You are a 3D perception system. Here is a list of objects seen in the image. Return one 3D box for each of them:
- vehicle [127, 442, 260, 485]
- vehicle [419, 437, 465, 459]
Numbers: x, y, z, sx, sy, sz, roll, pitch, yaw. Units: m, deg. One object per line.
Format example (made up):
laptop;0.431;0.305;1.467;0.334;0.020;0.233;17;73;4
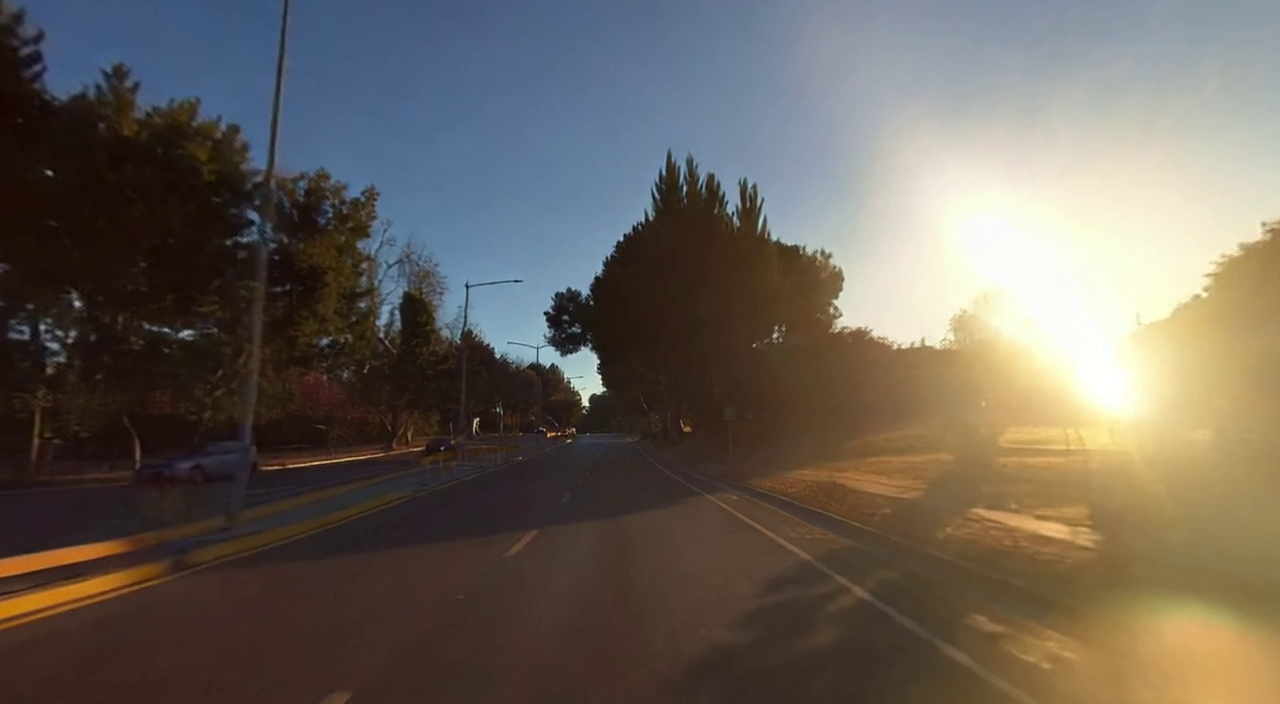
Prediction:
vehicle;-17.559;4.402;25.204;1.892;1.521;4.641;0;-9;0
vehicle;-14.683;7.171;47.188;1.969;1.563;4.648;0;-9;-1
